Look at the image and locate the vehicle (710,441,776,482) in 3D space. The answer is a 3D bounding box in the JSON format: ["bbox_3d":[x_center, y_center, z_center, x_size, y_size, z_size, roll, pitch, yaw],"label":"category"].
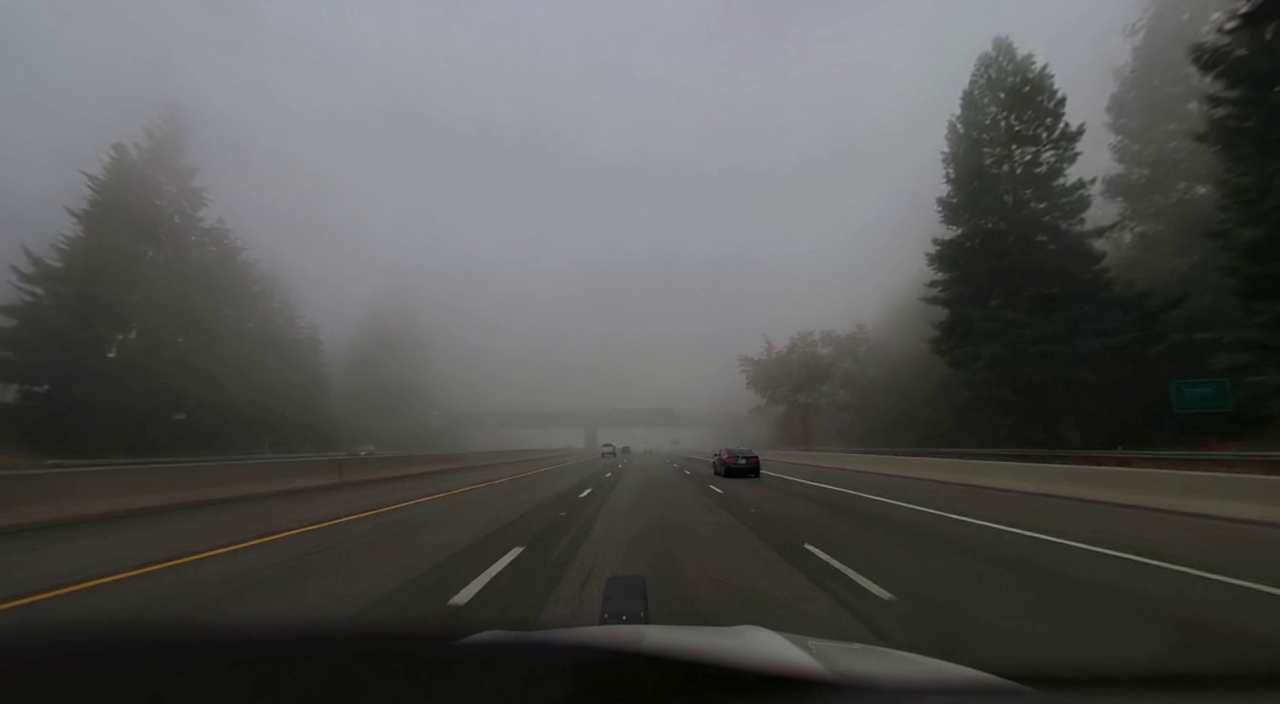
[{"bbox_3d":[4.086,4.405,25.710,1.908,1.483,4.259,0,-8,-1],"label":"vehicle"}]
